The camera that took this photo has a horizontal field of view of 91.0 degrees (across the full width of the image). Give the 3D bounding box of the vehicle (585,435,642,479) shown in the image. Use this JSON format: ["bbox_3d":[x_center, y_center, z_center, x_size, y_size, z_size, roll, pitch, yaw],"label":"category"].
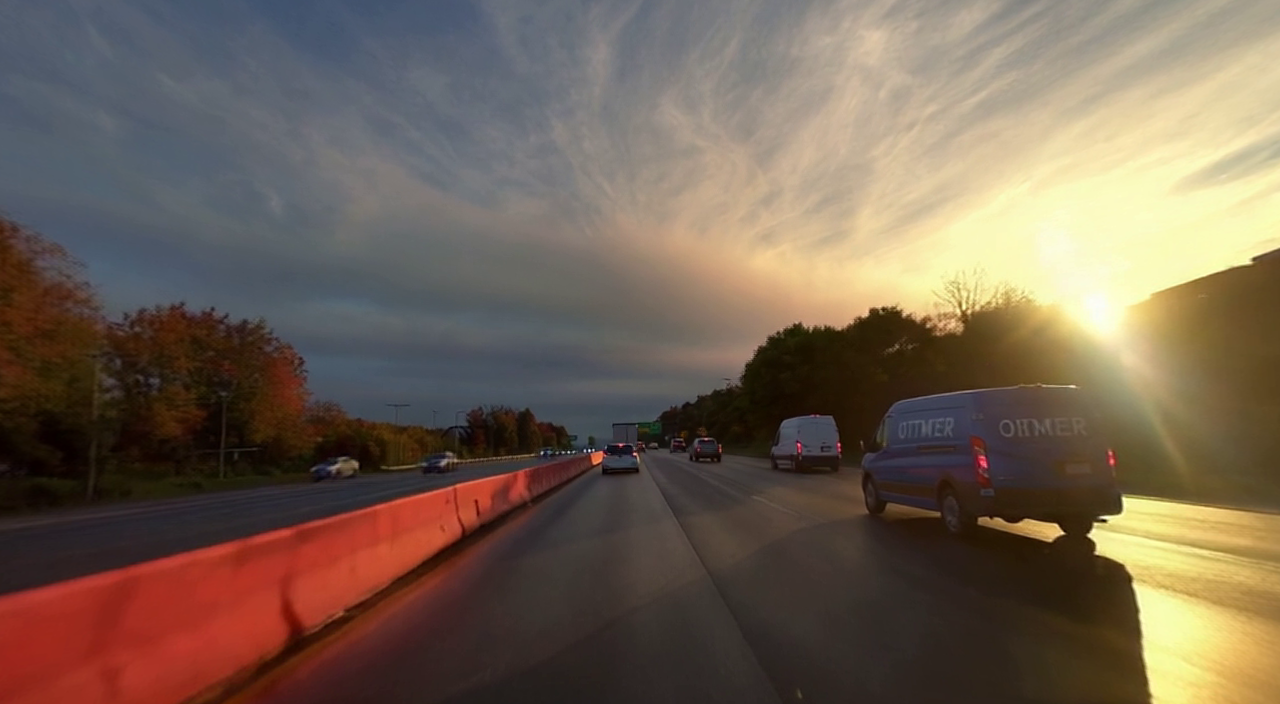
[{"bbox_3d":[-1.032,4.170,25.289,2.100,1.636,3.620,0,-8,-2],"label":"vehicle"}]

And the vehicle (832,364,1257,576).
[{"bbox_3d":[4.673,1.476,8.644,2.223,2.008,5.121,0,-8,-3],"label":"vehicle"}]

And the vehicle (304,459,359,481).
[{"bbox_3d":[-22.429,8.648,45.924,1.889,1.501,4.156,0,-12,0],"label":"vehicle"}]

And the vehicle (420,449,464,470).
[{"bbox_3d":[-14.813,8.051,47.414,1.876,1.451,4.620,-1,-8,-1],"label":"vehicle"}]
